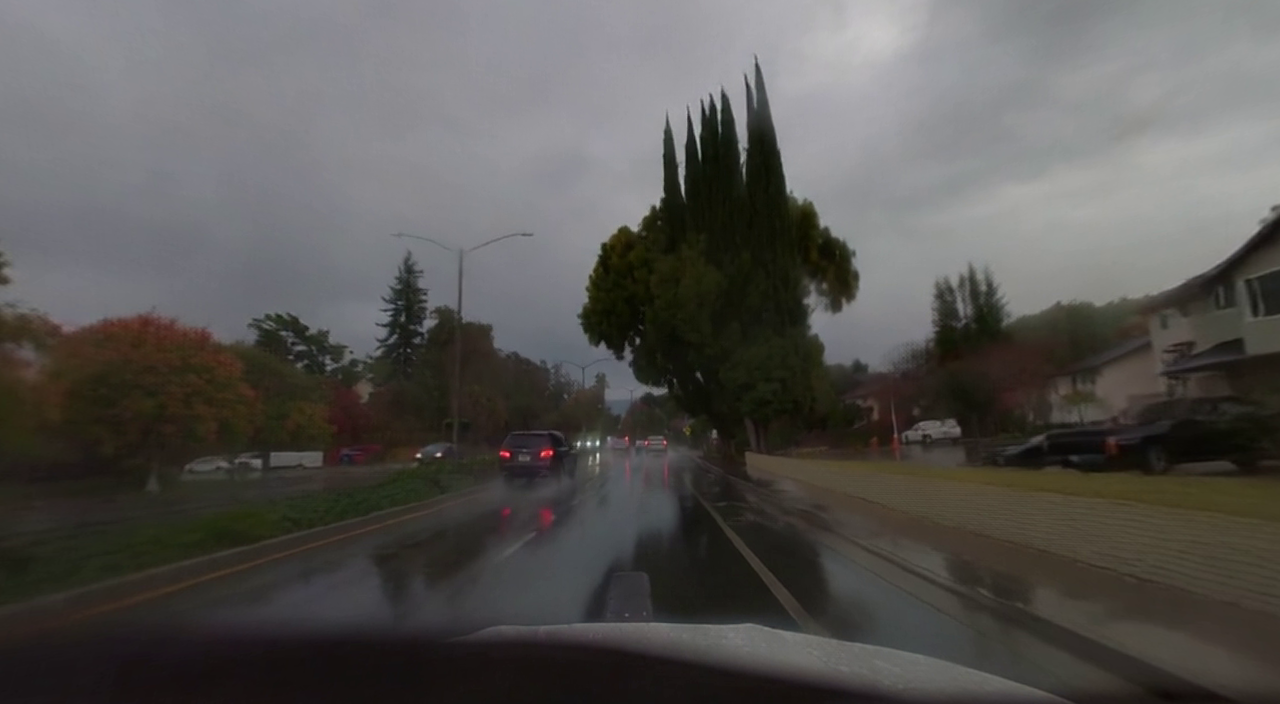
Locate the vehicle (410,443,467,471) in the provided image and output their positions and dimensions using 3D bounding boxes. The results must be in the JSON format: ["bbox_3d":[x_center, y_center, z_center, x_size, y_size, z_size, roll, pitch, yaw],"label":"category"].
[{"bbox_3d":[-11.244,5.865,35.411,1.740,1.476,3.850,0,-8,2],"label":"vehicle"}]

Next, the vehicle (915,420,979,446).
[{"bbox_3d":[18.663,5.017,38.616,1.939,1.477,5.129,-1,-8,8],"label":"vehicle"}]

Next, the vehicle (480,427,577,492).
[{"bbox_3d":[-3.283,3.263,19.515,2.073,1.770,4.302,0,-8,2],"label":"vehicle"}]
